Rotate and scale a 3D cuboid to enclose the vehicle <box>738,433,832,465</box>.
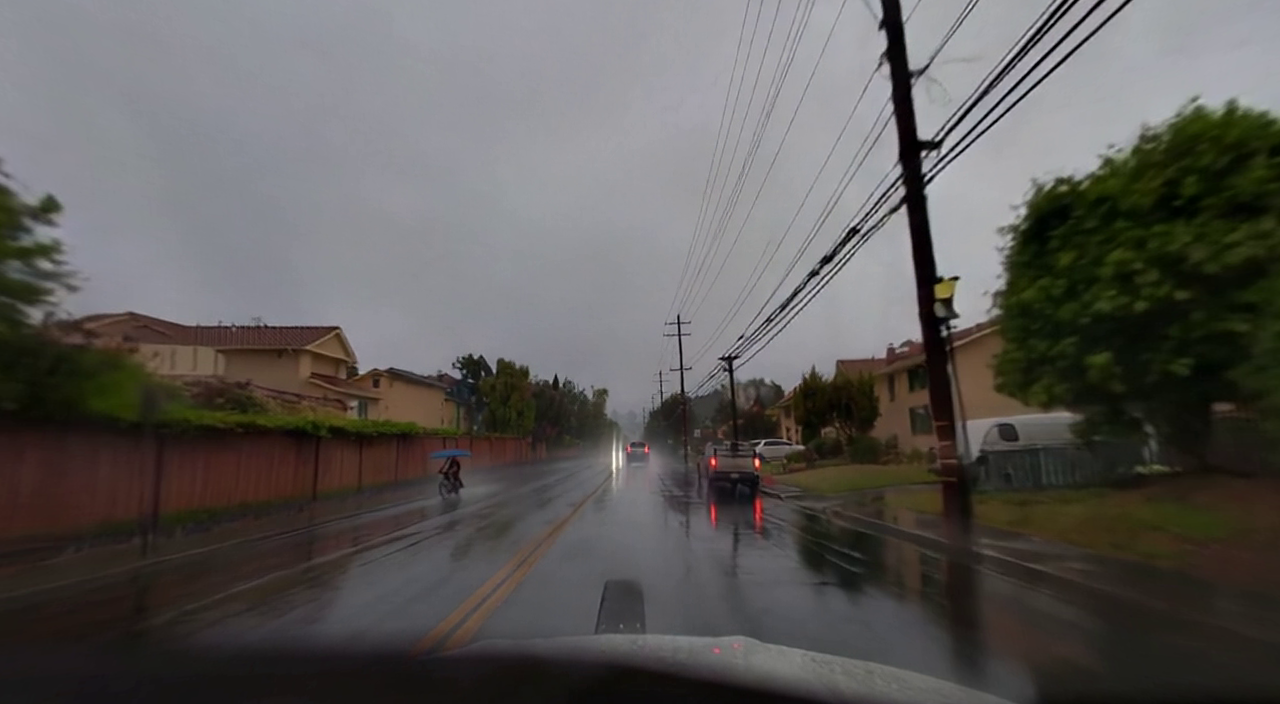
[{"bbox_3d":[9.665,6.543,42.544,5.590,2.067,2.553,0,-9,-2],"label":"vehicle"}]

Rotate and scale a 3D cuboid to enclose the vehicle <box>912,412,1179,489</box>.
[{"bbox_3d":[11.129,2.771,17.777,5.846,1.971,2.273,-1,-9,1],"label":"vehicle"}]

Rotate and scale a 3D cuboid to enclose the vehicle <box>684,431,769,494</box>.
[{"bbox_3d":[3.086,4.106,23.872,2.278,1.933,5.860,4,-9,0],"label":"vehicle"}]
